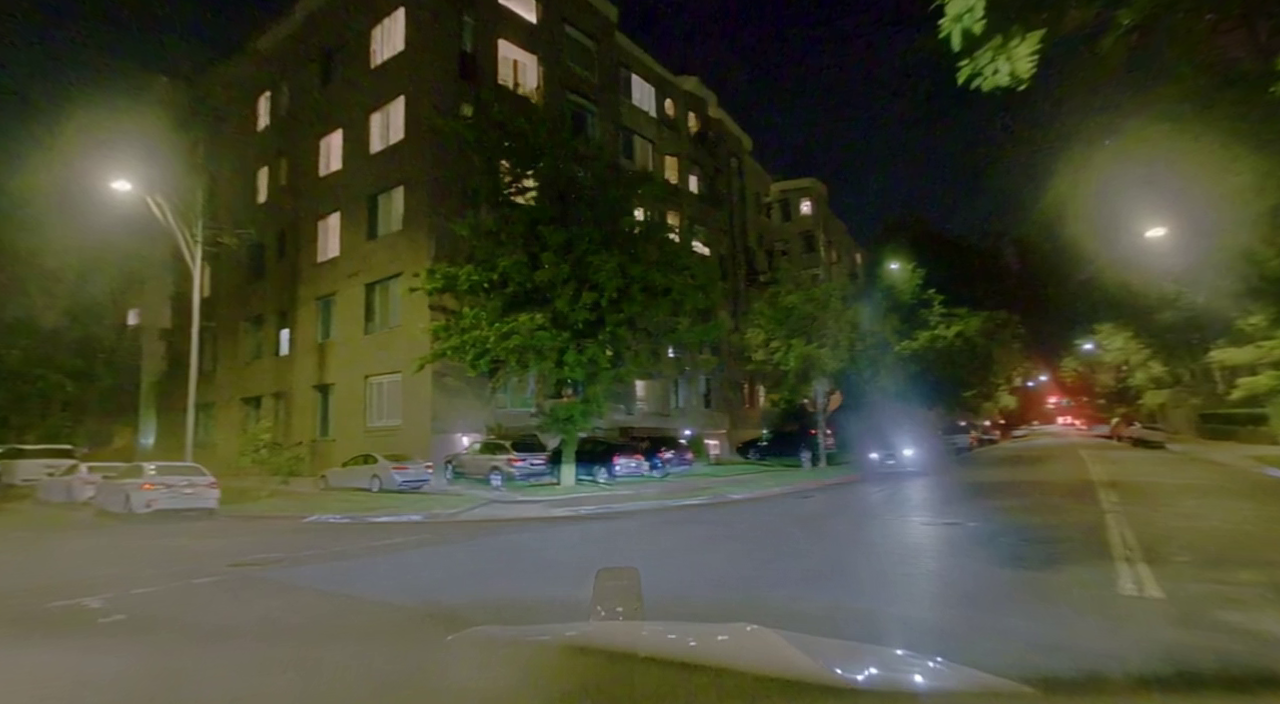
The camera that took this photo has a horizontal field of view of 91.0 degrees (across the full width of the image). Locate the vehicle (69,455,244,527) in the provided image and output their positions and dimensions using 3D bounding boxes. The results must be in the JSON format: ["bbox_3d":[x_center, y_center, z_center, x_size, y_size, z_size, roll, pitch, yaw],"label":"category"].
[{"bbox_3d":[-11.831,3.249,15.314,4.744,1.410,1.977,-6,-10,36],"label":"vehicle"}]

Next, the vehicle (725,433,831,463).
[{"bbox_3d":[7.188,5.041,33.112,5.079,1.480,1.802,-6,-10,34],"label":"vehicle"}]

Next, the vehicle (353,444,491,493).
[{"bbox_3d":[-7.123,3.793,20.910,2.061,1.417,3.821,-5,-10,31],"label":"vehicle"}]

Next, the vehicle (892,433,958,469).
[{"bbox_3d":[12.953,4.454,28.439,2.009,1.454,4.076,-6,-10,33],"label":"vehicle"}]

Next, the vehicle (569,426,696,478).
[{"bbox_3d":[-0.127,3.374,21.334,1.918,1.549,4.413,-7,-11,38],"label":"vehicle"}]

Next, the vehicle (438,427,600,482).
[{"bbox_3d":[-3.763,3.341,20.732,2.104,1.533,5.312,-6,-10,33],"label":"vehicle"}]
